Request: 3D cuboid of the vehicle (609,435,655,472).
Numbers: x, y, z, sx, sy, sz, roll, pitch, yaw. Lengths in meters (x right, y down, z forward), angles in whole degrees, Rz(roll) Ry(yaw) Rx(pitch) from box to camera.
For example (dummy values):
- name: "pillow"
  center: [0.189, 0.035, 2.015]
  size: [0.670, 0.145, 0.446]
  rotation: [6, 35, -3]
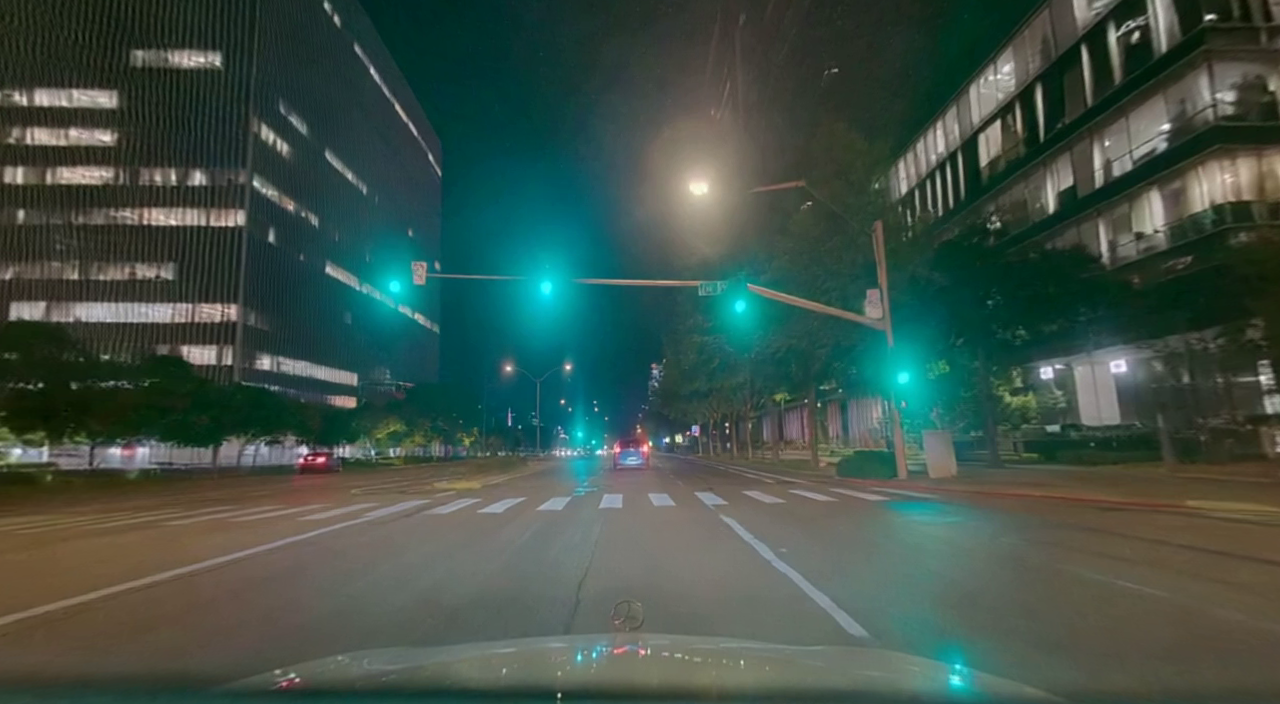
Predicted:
- name: "vehicle"
  center: [-0.431, 5.468, 34.164]
  size: [2.313, 1.860, 4.319]
  rotation: [0, -9, -1]
